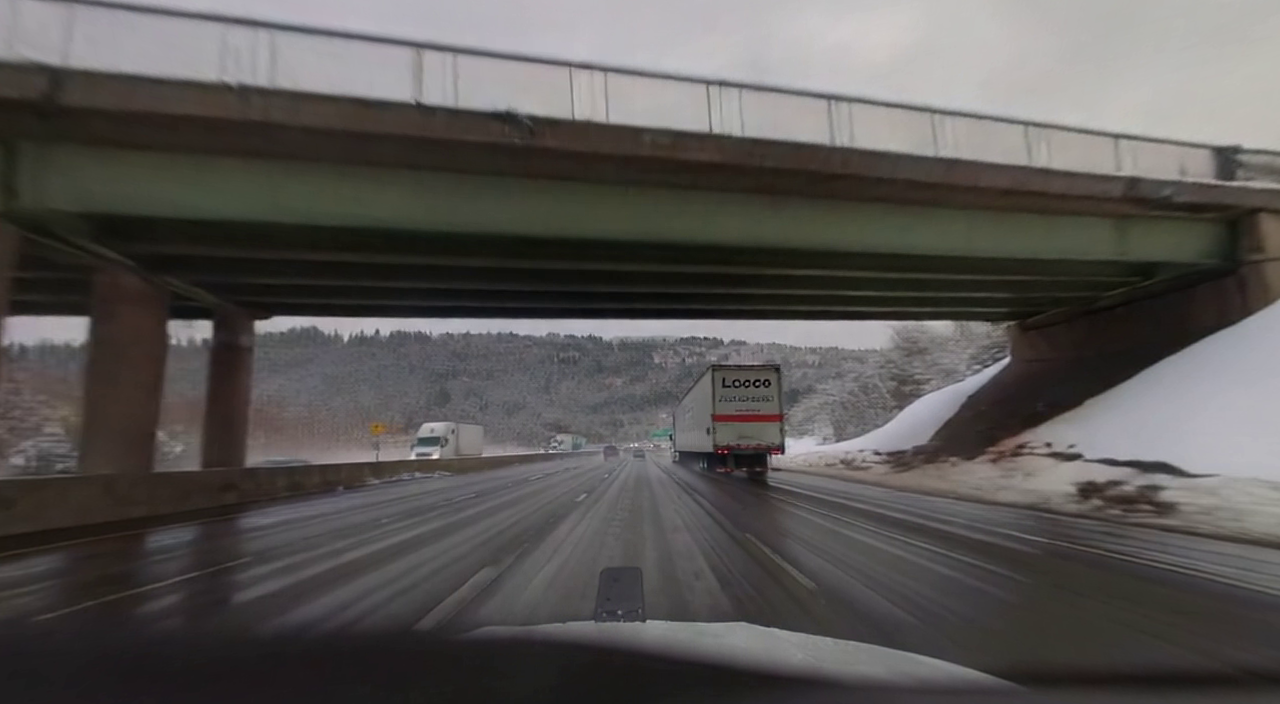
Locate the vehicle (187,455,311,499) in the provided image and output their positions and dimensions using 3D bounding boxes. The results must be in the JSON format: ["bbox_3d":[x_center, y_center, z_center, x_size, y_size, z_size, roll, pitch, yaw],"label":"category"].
[{"bbox_3d":[-15.024,4.795,24.617,1.881,1.492,4.598,0,-9,0],"label":"vehicle"}]

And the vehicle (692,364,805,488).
[{"bbox_3d":[3.827,3.017,24.661,2.885,3.992,8.526,0,-9,0],"label":"vehicle"}]
